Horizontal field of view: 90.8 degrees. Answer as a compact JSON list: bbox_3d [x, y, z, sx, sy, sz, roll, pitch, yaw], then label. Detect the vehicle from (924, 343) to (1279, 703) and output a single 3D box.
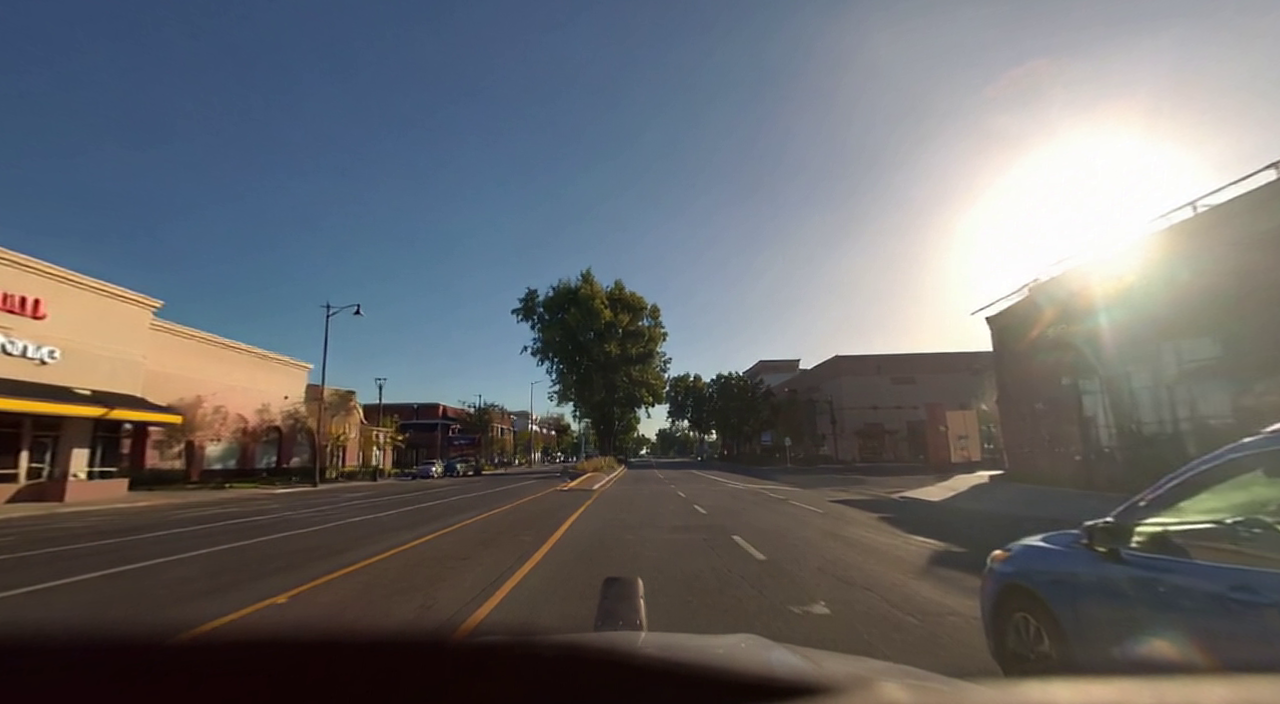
[{"bbox_3d":[2.956,0.761,1.664,2.015,1.641,4.995,0,-9,-1],"label":"vehicle"}]
